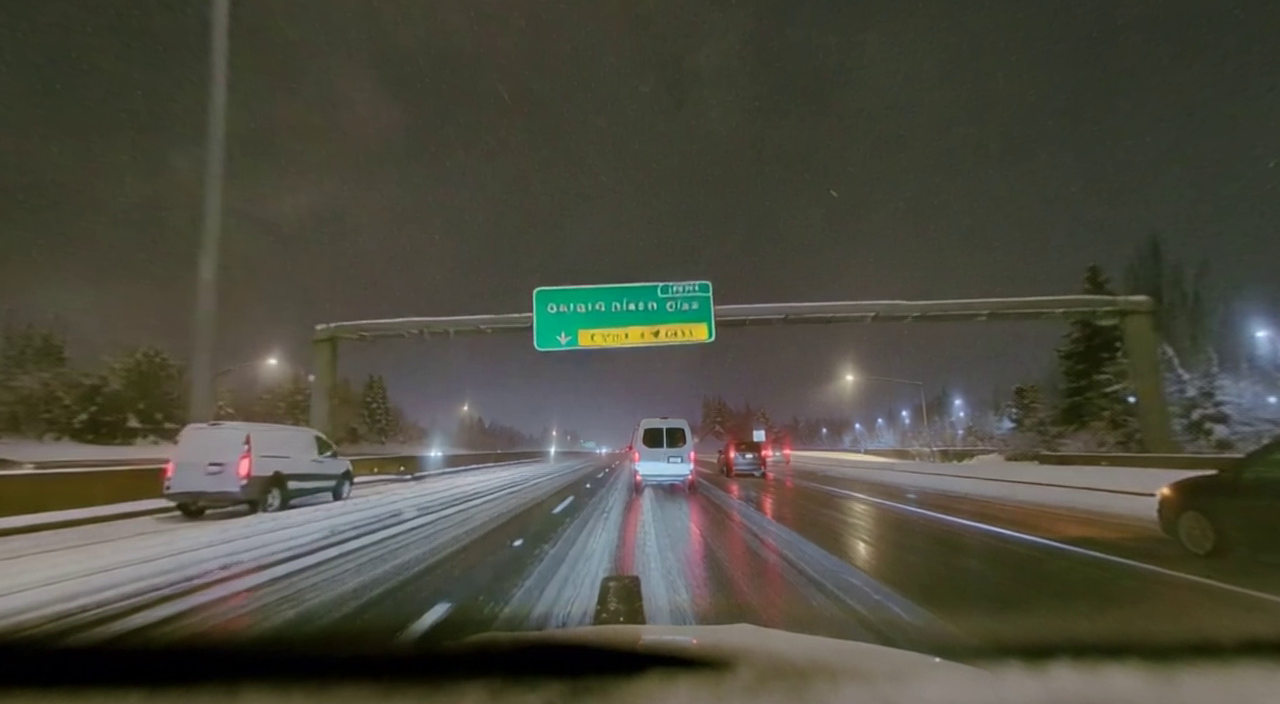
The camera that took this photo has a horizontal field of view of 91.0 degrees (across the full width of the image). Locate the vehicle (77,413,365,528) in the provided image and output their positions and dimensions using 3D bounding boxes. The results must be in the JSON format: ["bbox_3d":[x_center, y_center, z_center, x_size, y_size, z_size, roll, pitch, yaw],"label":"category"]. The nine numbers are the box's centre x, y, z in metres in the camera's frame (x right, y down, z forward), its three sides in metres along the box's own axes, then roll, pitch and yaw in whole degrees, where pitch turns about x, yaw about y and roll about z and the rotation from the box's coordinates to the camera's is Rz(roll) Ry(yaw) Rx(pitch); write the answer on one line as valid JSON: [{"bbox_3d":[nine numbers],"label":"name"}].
[{"bbox_3d":[-7.599,2.210,12.308,2.192,1.776,4.957,0,-9,0],"label":"vehicle"}]

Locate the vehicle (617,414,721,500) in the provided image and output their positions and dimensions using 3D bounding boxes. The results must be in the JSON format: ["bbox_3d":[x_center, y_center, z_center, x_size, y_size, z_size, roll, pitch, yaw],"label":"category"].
[{"bbox_3d":[0.646,2.884,17.588,2.509,2.062,4.639,0,-9,-1],"label":"vehicle"}]

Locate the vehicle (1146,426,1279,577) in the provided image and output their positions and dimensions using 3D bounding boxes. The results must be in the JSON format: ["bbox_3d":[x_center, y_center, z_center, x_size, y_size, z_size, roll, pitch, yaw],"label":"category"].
[{"bbox_3d":[7.471,1.422,5.730,2.016,1.507,4.474,0,-9,0],"label":"vehicle"}]

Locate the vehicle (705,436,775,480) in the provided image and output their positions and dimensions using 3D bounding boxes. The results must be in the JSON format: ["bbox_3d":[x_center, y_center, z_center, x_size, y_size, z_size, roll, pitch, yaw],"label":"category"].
[{"bbox_3d":[4.052,4.379,26.267,2.146,1.678,4.489,0,-9,-1],"label":"vehicle"}]
